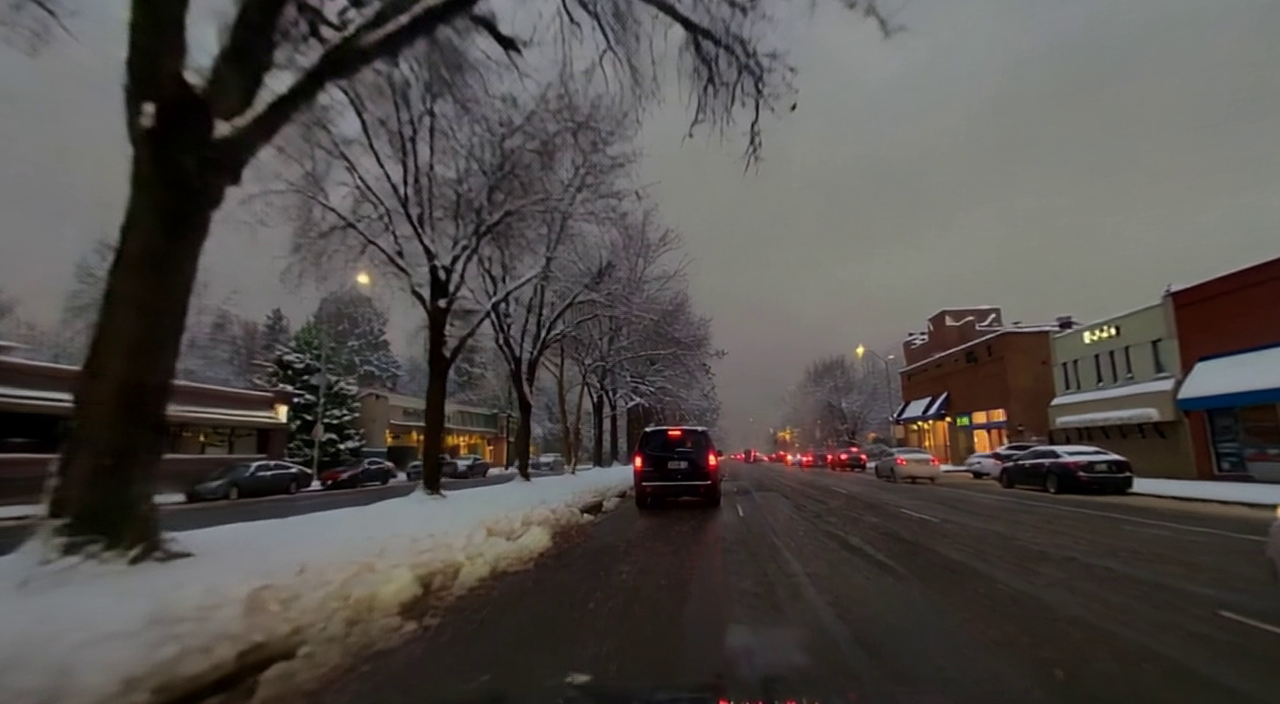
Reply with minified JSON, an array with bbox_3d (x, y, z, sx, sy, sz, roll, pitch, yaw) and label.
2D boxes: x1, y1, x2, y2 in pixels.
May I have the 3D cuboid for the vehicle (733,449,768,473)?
[{"bbox_3d":[8.171,8.049,46.850,2.249,1.621,3.978,-1,-9,6],"label":"vehicle"}]

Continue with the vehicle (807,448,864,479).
[{"bbox_3d":[9.947,5.675,32.419,1.886,1.464,4.290,-1,-9,6],"label":"vehicle"}]

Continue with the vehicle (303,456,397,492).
[{"bbox_3d":[-13.210,5.565,29.067,1.877,1.445,4.436,-1,-9,6],"label":"vehicle"}]

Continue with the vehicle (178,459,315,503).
[{"bbox_3d":[-14.108,4.620,22.951,1.797,1.351,4.300,-1,-9,8],"label":"vehicle"}]

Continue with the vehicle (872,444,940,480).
[{"bbox_3d":[13.862,5.716,33.139,2.040,1.738,4.414,-1,-9,6],"label":"vehicle"}]

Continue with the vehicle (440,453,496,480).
[{"bbox_3d":[-11.526,7.696,42.642,1.921,1.621,4.930,-1,-9,6],"label":"vehicle"}]

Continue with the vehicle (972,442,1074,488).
[{"bbox_3d":[16.018,4.712,26.688,1.938,1.755,4.415,-1,-9,7],"label":"vehicle"}]

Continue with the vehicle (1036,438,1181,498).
[{"bbox_3d":[15.489,3.821,21.165,2.076,1.759,3.970,-1,-9,7],"label":"vehicle"}]

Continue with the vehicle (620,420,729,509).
[{"bbox_3d":[1.029,2.759,15.897,2.344,1.863,4.665,-1,-9,7],"label":"vehicle"}]

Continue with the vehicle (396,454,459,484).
[{"bbox_3d":[-12.380,6.815,37.036,1.947,1.558,4.065,-1,-9,5],"label":"vehicle"}]
